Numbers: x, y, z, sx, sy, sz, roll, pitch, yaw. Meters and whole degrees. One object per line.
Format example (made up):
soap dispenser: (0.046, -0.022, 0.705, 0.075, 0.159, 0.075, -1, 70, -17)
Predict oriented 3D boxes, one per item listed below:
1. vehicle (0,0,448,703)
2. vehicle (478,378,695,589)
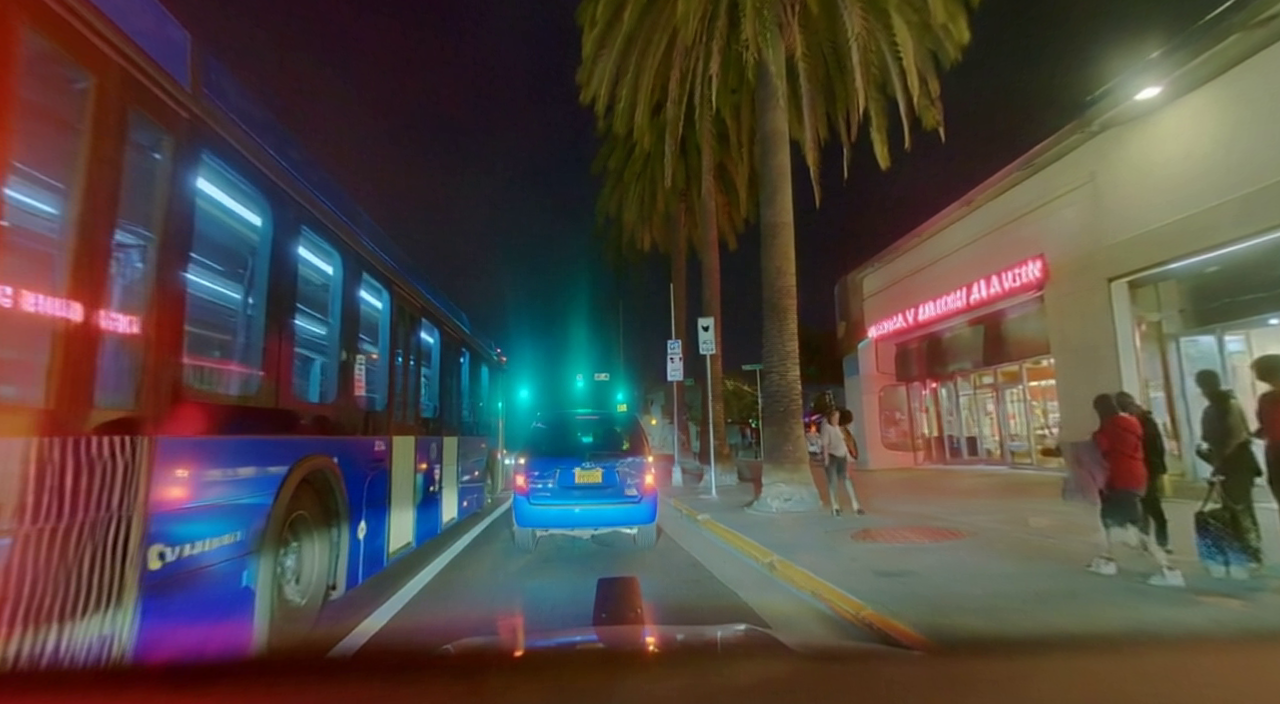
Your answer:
vehicle: (-3.825, 0.158, 3.241, 2.863, 3.233, 11.573, 1, -8, -4)
vehicle: (-0.804, 1.512, 8.023, 2.002, 1.907, 4.211, 1, -9, -9)
